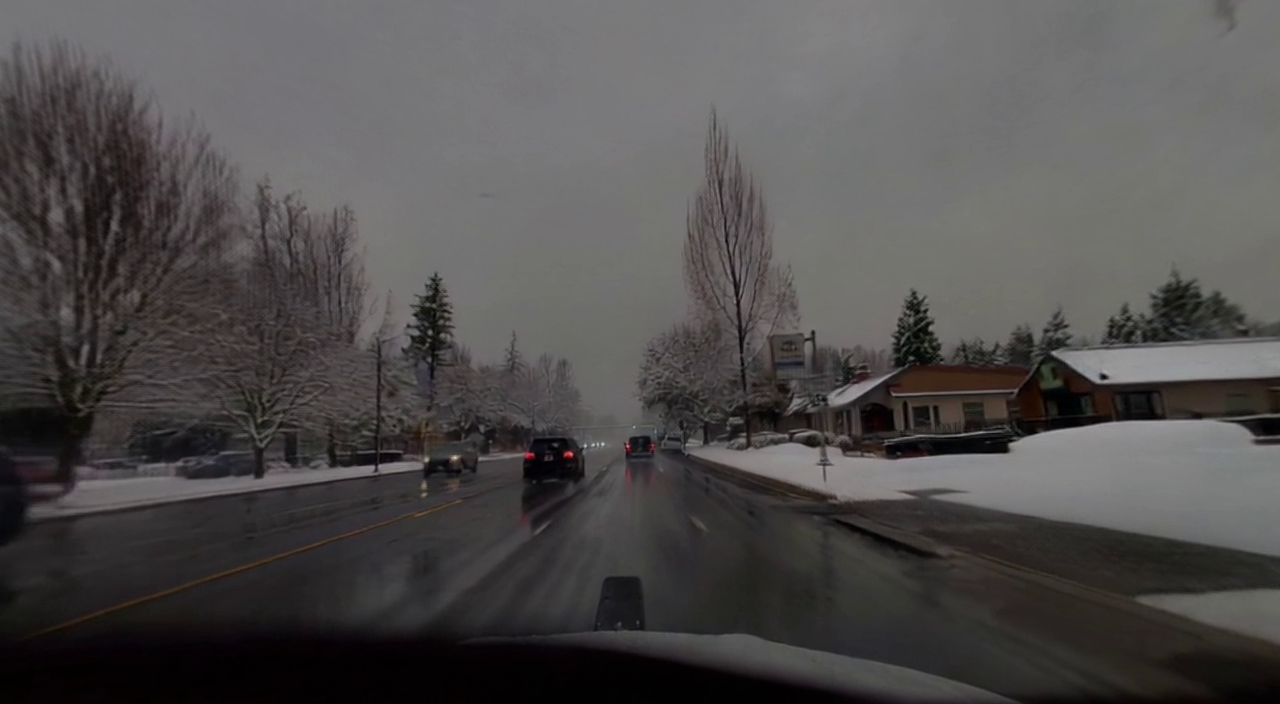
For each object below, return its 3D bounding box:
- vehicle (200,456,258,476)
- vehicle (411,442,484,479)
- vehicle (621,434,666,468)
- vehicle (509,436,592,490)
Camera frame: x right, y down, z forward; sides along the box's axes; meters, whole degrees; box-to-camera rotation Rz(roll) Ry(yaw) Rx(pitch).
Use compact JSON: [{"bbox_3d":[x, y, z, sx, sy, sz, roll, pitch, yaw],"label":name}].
[{"bbox_3d":[-31.504,8.736,48.504,3.340,1.400,1.578,-1,-8,-1],"label":"vehicle"},{"bbox_3d":[-9.922,5.632,33.055,2.147,1.741,5.166,0,-8,0],"label":"vehicle"},{"bbox_3d":[0.113,5.535,35.500,2.376,1.801,4.317,0,-8,-1],"label":"vehicle"},{"bbox_3d":[-2.912,3.710,21.520,2.167,1.634,4.220,0,-8,0],"label":"vehicle"}]
